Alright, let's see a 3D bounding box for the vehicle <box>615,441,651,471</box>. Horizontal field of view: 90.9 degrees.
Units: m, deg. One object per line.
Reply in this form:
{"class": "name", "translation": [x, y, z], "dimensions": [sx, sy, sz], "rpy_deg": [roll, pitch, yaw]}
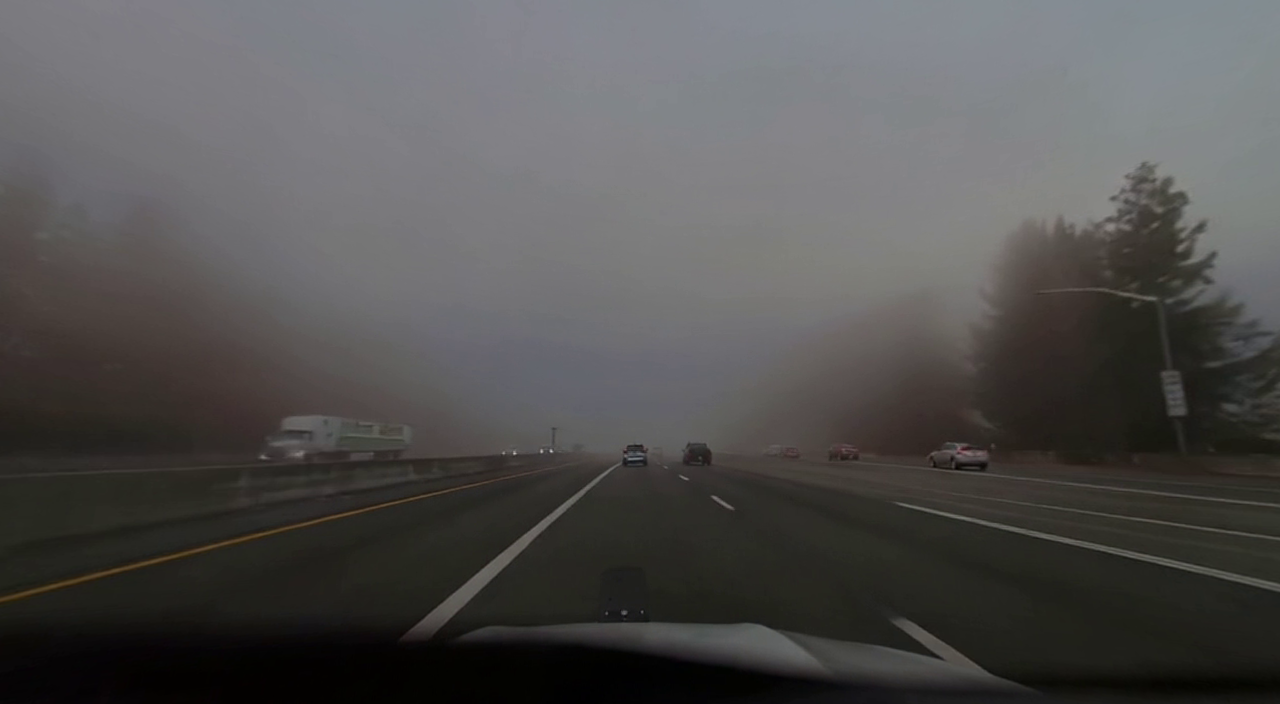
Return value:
{"class": "vehicle", "translation": [-0.384, 6.393, 39.070], "dimensions": [2.105, 1.711, 4.293], "rpy_deg": [0, -9, 0]}

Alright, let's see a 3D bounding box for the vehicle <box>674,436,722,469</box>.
{"class": "vehicle", "translation": [3.755, 6.664, 41.913], "dimensions": [2.505, 2.020, 5.532], "rpy_deg": [0, -9, -1]}

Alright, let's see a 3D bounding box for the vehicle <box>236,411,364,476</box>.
{"class": "vehicle", "translation": [-18.900, 5.230, 35.867], "dimensions": [2.928, 3.257, 7.814], "rpy_deg": [0, -9, -1]}

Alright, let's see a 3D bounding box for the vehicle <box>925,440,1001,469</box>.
{"class": "vehicle", "translation": [17.210, 5.473, 33.900], "dimensions": [1.872, 1.459, 4.502], "rpy_deg": [-1, -8, 3]}
